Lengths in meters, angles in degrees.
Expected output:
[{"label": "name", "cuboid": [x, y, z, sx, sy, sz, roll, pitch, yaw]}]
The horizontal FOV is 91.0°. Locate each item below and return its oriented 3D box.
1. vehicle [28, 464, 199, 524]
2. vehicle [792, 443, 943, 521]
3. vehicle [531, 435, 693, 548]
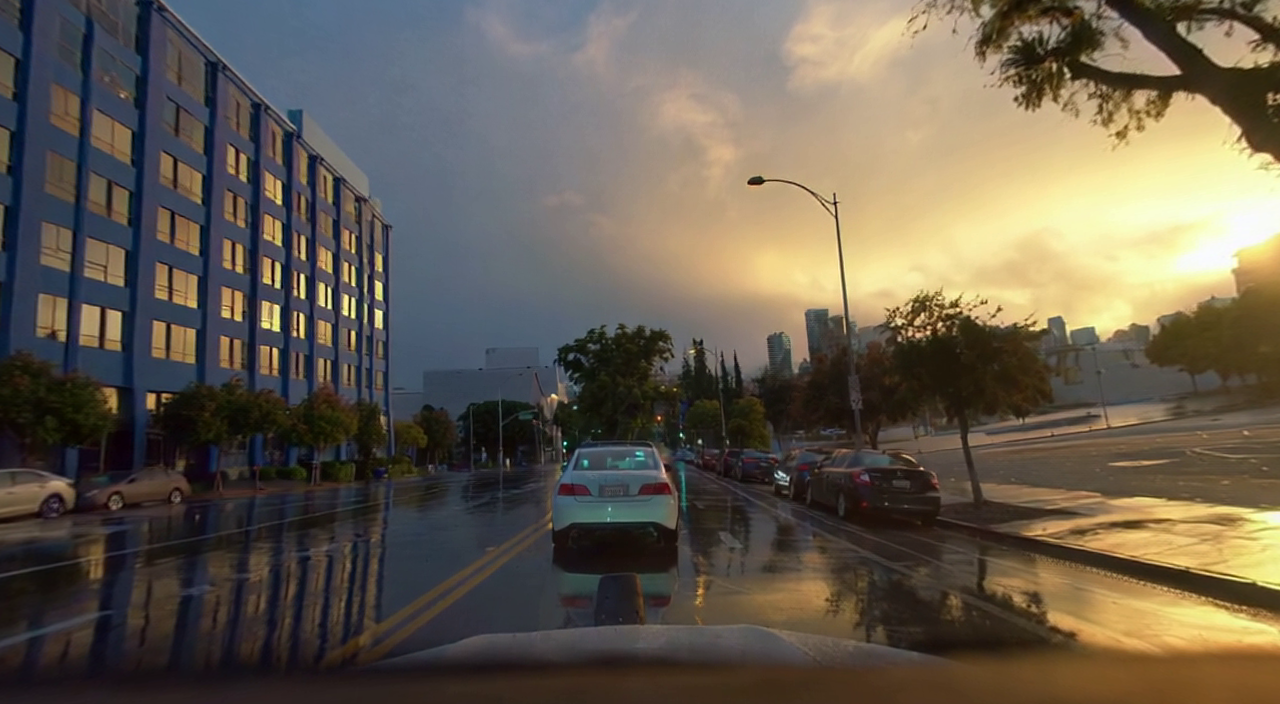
[{"label": "vehicle", "cuboid": [-18.023, 4.828, 21.923, 2.011, 1.727, 4.449, 1, -9, 0]}, {"label": "vehicle", "cuboid": [4.912, 2.838, 14.304, 1.832, 1.491, 4.054, 1, -9, -1]}, {"label": "vehicle", "cuboid": [-0.388, 2.242, 10.787, 2.230, 1.518, 4.113, 0, -9, 0]}]
